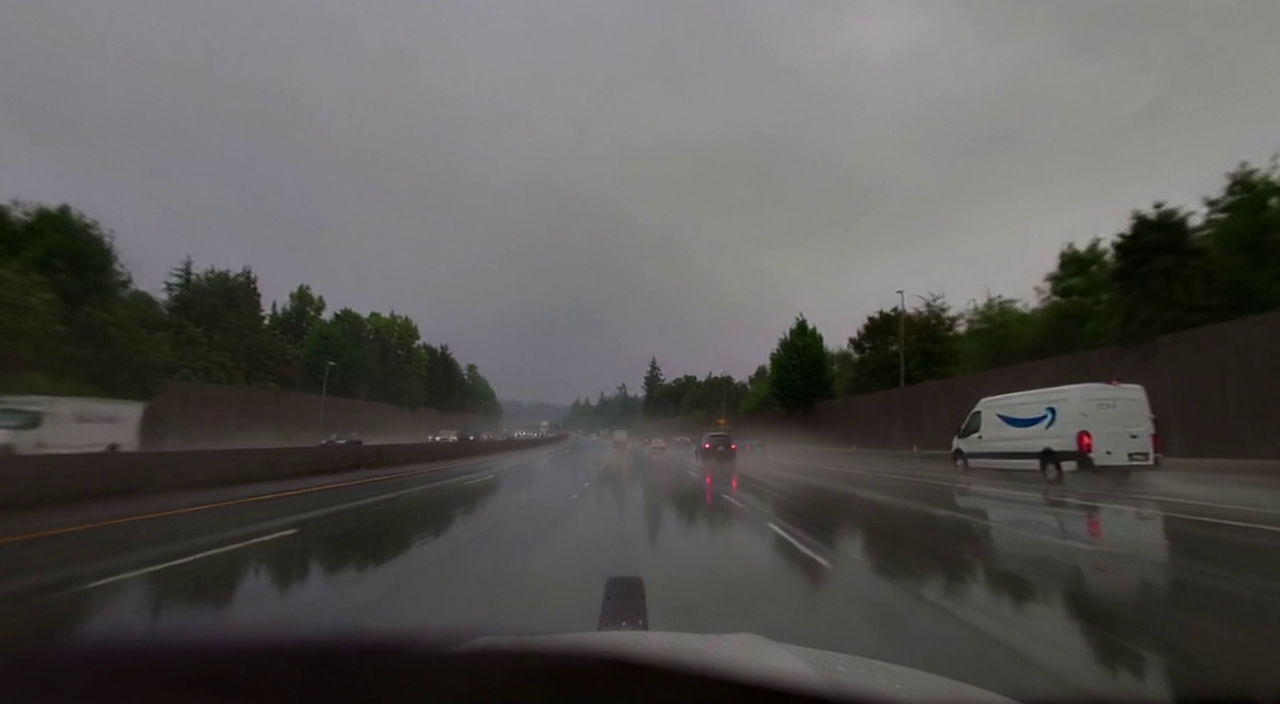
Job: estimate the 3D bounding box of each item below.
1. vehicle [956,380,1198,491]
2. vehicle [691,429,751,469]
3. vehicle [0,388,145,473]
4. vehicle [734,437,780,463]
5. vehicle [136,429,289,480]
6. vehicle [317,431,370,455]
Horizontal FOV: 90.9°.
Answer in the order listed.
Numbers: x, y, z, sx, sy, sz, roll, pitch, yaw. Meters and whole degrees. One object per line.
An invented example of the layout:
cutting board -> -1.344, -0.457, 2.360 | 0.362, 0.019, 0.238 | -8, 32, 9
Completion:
vehicle -> 12.767, 2.599, 19.395 | 2.274, 2.802, 6.802 | 0, -8, -3
vehicle -> 3.786, 4.635, 30.229 | 2.141, 1.732, 4.279 | 0, -8, -2
vehicle -> -25.010, 3.362, 26.535 | 3.027, 3.116, 6.548 | 0, -8, -1
vehicle -> 6.935, 5.861, 37.803 | 1.798, 1.473, 4.077 | 0, -8, -2
vehicle -> -13.790, 3.330, 20.762 | 1.859, 1.472, 4.558 | 0, -8, -1
vehicle -> -22.151, 6.859, 47.295 | 1.915, 1.683, 4.596 | 0, -8, -2
